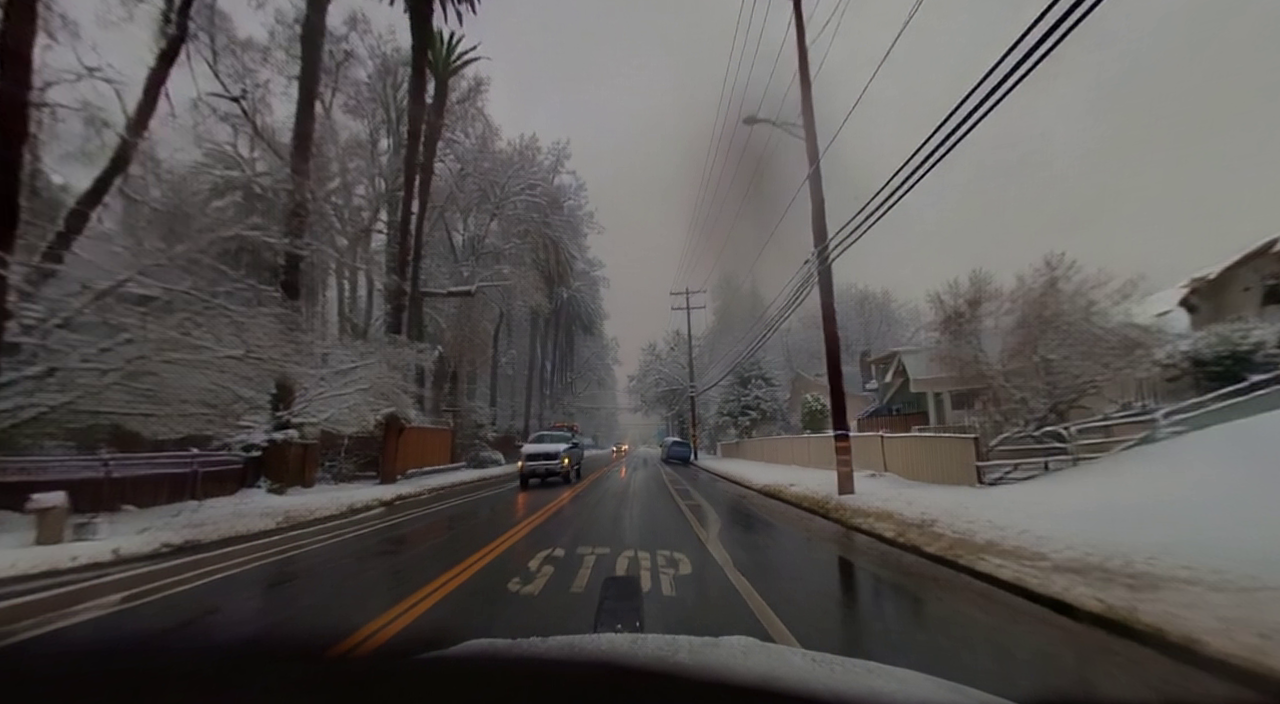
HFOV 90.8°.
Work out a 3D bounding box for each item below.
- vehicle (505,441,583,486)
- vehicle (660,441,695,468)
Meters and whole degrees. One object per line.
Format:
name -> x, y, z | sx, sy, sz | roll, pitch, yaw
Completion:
vehicle -> -3.821, 4.575, 26.388 | 2.336, 1.669, 5.581 | 0, -8, 1
vehicle -> 2.659, 7.382, 45.852 | 2.168, 1.851, 4.861 | 0, -8, -1
